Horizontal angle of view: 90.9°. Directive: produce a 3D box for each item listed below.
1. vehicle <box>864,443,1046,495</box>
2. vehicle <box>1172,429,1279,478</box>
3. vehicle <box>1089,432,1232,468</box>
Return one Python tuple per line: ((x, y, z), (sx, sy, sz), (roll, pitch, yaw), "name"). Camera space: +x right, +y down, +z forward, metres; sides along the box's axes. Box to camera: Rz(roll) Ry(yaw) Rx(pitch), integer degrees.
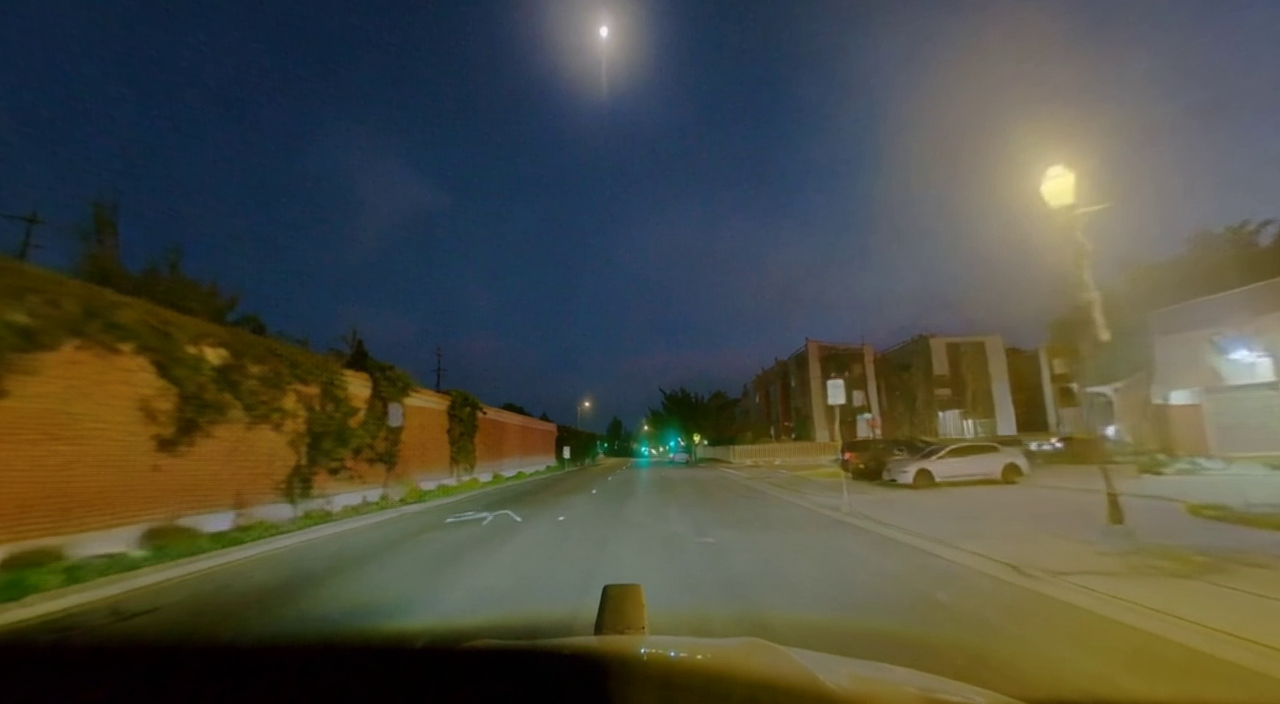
((9.352, 3.494, 19.027), (4.309, 1.442, 2.145), (0, -9, -1), "vehicle")
((23.090, 3.716, 23.389), (4.740, 1.536, 2.084), (-3, -9, -1), "vehicle")
((23.744, 4.505, 28.860), (4.873, 1.501, 1.950), (1, -9, -3), "vehicle")
